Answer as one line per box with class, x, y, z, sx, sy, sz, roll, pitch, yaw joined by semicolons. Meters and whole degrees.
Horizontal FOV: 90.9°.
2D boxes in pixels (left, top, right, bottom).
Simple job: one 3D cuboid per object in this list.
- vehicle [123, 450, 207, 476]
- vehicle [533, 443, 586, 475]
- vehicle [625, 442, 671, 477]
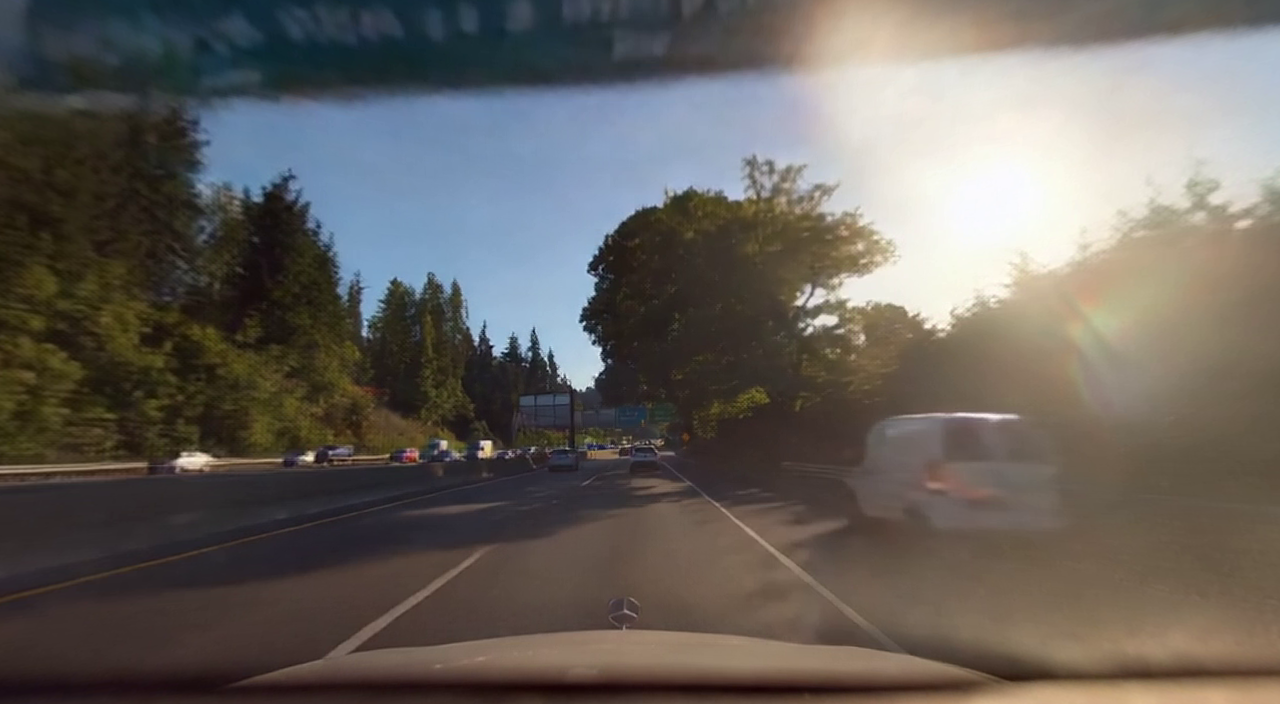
vehicle;-29.403;6.859;39.194;1.908;1.496;4.403;0;-9;-2
vehicle;-4.026;5.449;32.258;2.081;1.534;4.543;0;-9;1
vehicle;0.360;4.874;28.696;1.960;1.456;3.818;0;-9;1
